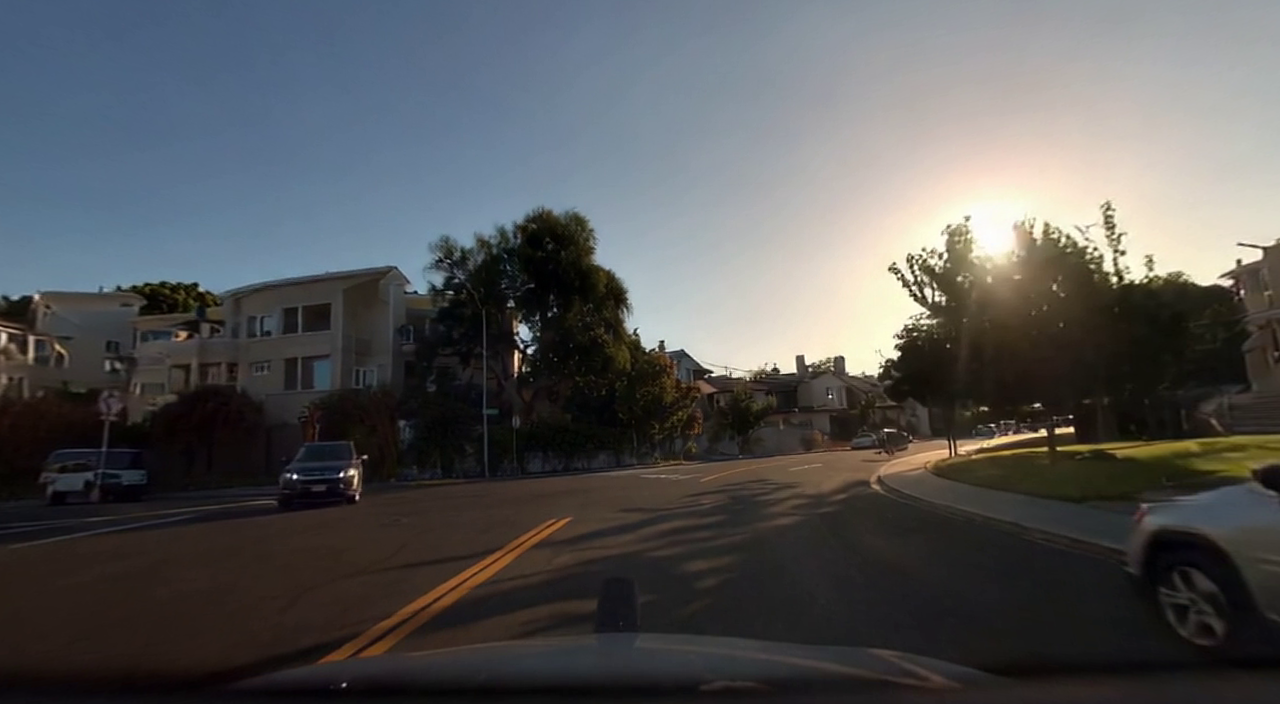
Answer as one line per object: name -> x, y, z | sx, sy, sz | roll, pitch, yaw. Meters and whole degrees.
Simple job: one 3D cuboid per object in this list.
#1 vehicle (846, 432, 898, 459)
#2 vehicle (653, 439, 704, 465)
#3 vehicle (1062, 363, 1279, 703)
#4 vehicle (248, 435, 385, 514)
vehicle -> 15.609, 6.277, 42.388 | 2.097, 1.679, 4.633 | -6, -10, 34
vehicle -> 2.772, 7.074, 44.289 | 2.095, 1.711, 4.307 | -5, -11, 25
vehicle -> 4.236, 0.814, 2.477 | 2.105, 1.705, 4.392 | 0, -9, 0
vehicle -> -8.298, 3.003, 16.014 | 1.984, 1.683, 4.270 | 7, -11, -41
